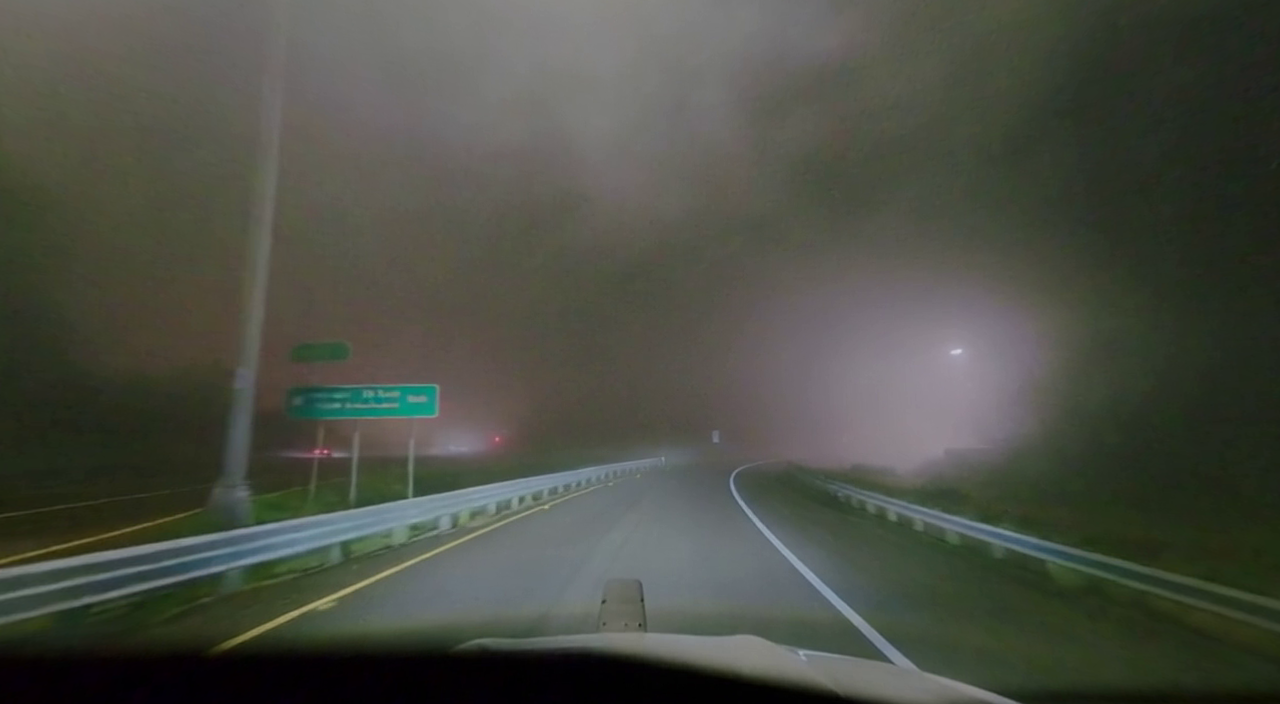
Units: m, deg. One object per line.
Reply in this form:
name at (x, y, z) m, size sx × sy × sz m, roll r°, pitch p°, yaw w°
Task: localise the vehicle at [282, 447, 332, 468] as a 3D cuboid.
vehicle at (-25.105, 7.966, 47.725) m, size 2.044 × 1.492 × 4.665 m, roll 2°, pitch -9°, yaw -12°
